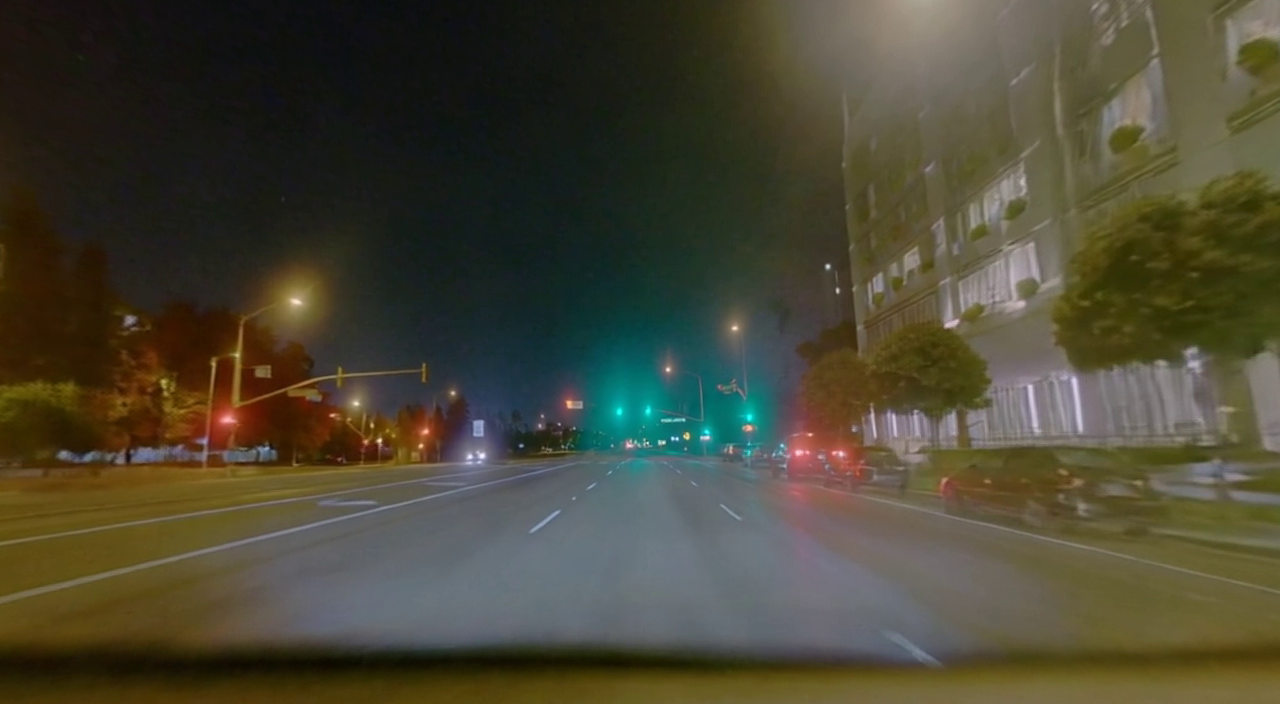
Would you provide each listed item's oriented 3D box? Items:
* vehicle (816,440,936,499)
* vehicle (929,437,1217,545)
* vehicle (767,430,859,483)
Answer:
[{"bbox_3d":[6.796,3.415,18.664,1.863,1.512,4.525,0,-9,1],"label":"vehicle"},{"bbox_3d":[6.968,2.247,10.857,1.864,1.466,4.352,0,-9,0],"label":"vehicle"},{"bbox_3d":[6.719,4.147,25.072,2.169,1.876,4.931,0,-9,-1],"label":"vehicle"}]
